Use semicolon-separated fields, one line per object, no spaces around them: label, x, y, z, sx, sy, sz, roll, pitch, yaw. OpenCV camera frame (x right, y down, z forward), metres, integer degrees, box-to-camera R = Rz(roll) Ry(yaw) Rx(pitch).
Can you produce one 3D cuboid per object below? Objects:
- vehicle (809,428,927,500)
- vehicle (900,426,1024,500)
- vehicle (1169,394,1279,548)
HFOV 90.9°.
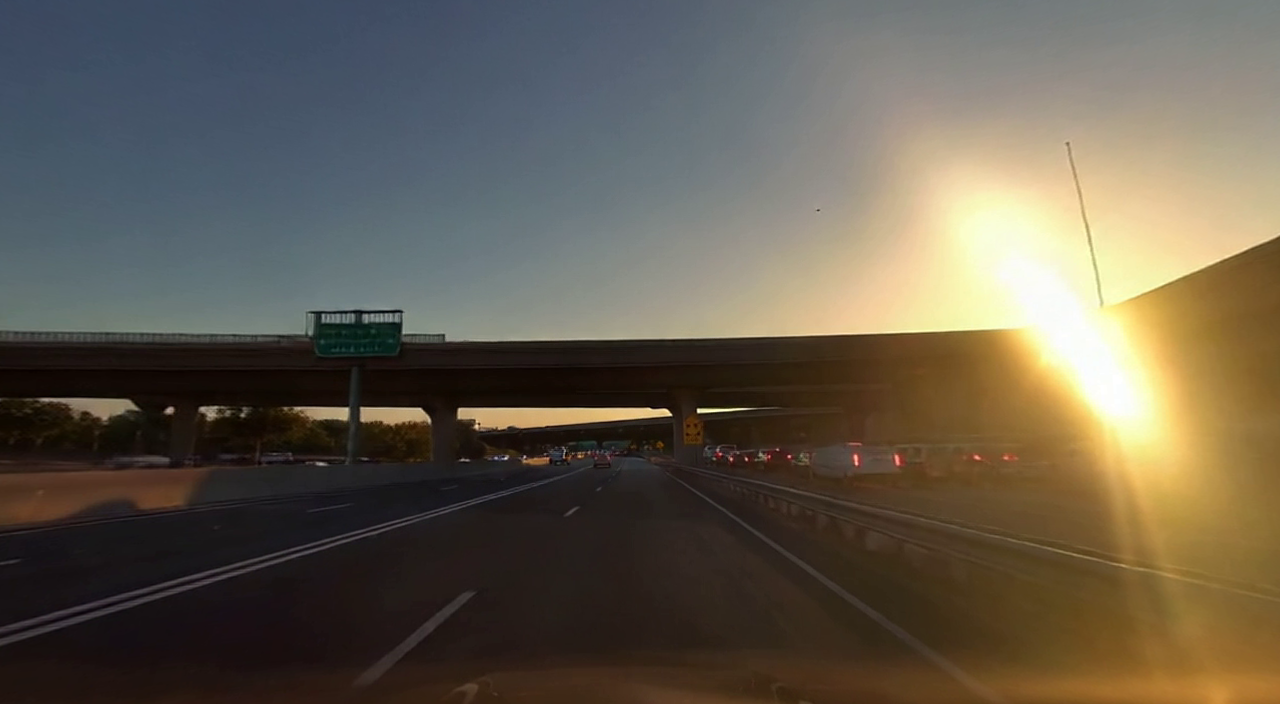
vehicle;12.787;6.412;36.799;2.941;3.578;10.624;0;-9;0
vehicle;18.374;6.375;36.875;2.698;3.744;8.974;0;-9;2
vehicle;15.889;2.423;12.524;2.635;3.459;9.104;0;-9;-1
